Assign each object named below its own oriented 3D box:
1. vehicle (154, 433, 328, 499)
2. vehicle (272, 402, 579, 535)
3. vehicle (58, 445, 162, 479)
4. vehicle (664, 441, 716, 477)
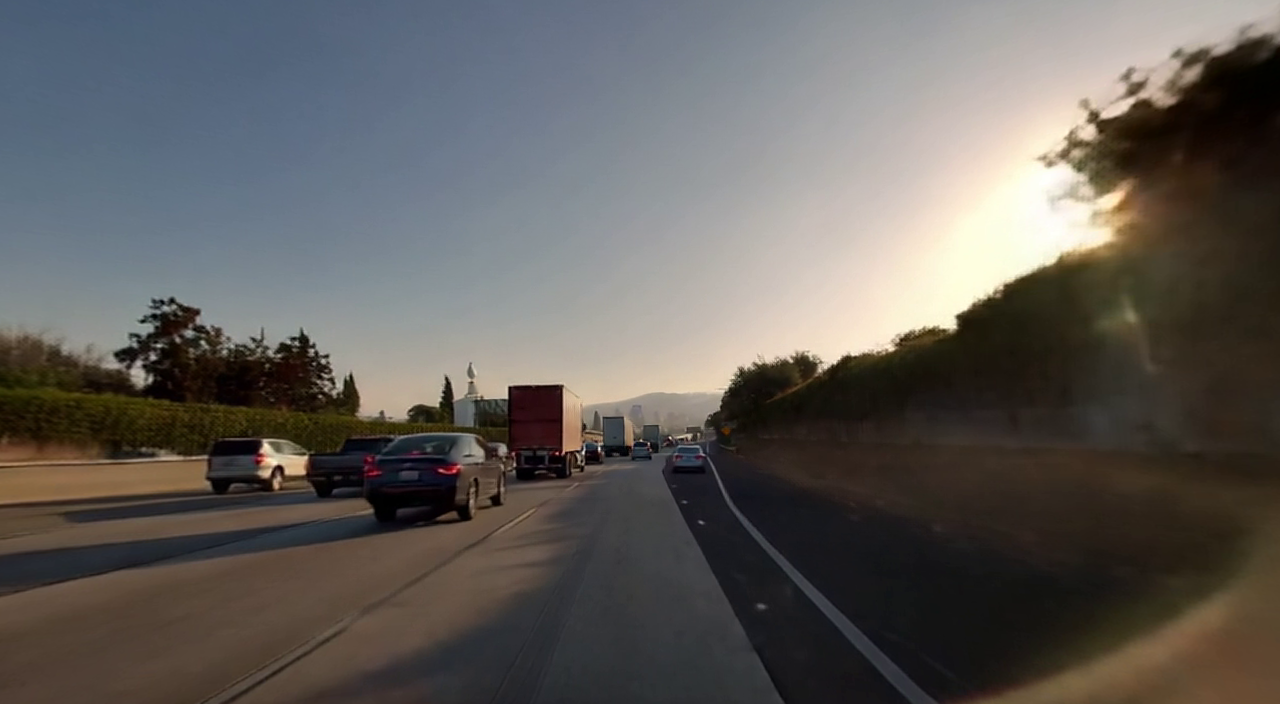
[{"bbox_3d":[-11.615,3.332,18.872,2.073,1.722,4.664,0,-8,1],"label":"vehicle"},{"bbox_3d":[-3.899,2.831,16.870,3.050,1.964,15.030,0,-8,0],"label":"vehicle"},{"bbox_3d":[-25.496,5.285,30.514,1.730,1.525,3.746,0,-8,1],"label":"vehicle"},{"bbox_3d":[2.204,4.793,28.550,2.176,1.493,3.955,-1,-8,3],"label":"vehicle"}]
